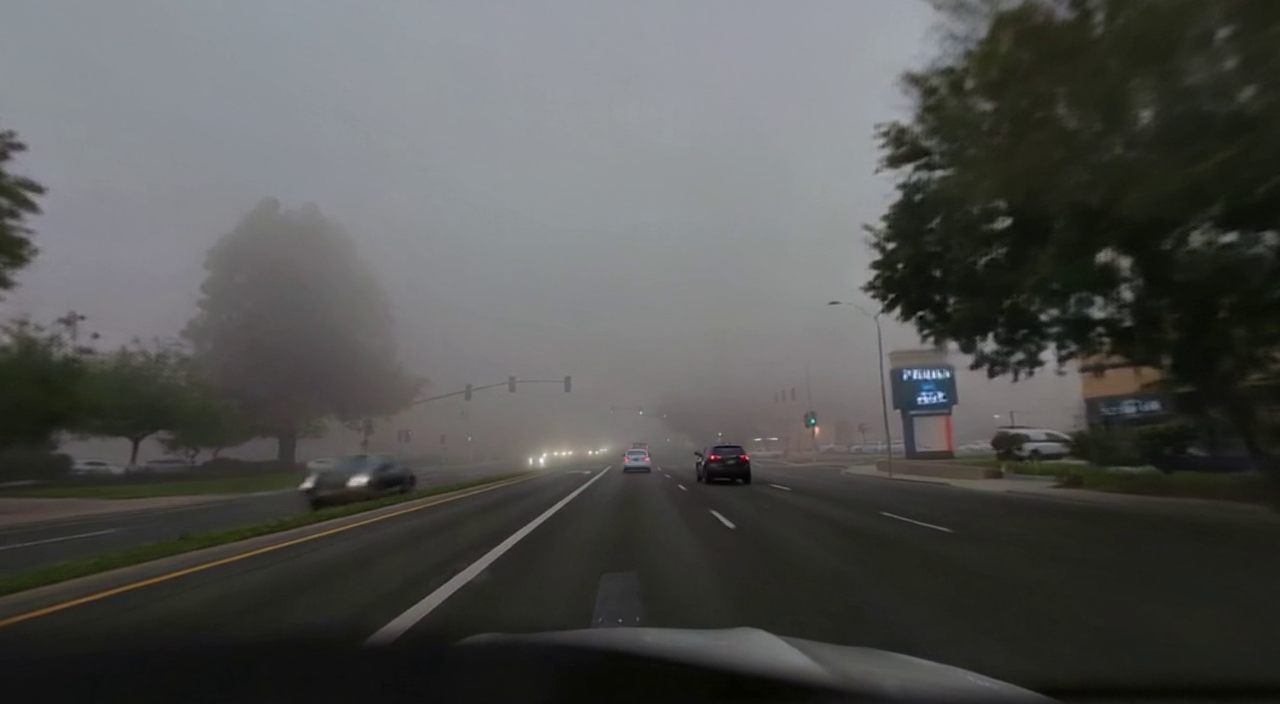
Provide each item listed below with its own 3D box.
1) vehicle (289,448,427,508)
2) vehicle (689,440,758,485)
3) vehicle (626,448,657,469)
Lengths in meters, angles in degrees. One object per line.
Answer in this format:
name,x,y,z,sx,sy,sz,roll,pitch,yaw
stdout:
vehicle,-8.217,3.687,18.989,1.990,1.534,4.630,0,-9,0
vehicle,3.241,4.407,25.498,2.022,1.643,4.326,0,-9,-2
vehicle,0.071,7.699,45.890,2.135,1.468,4.076,0,-9,-1
